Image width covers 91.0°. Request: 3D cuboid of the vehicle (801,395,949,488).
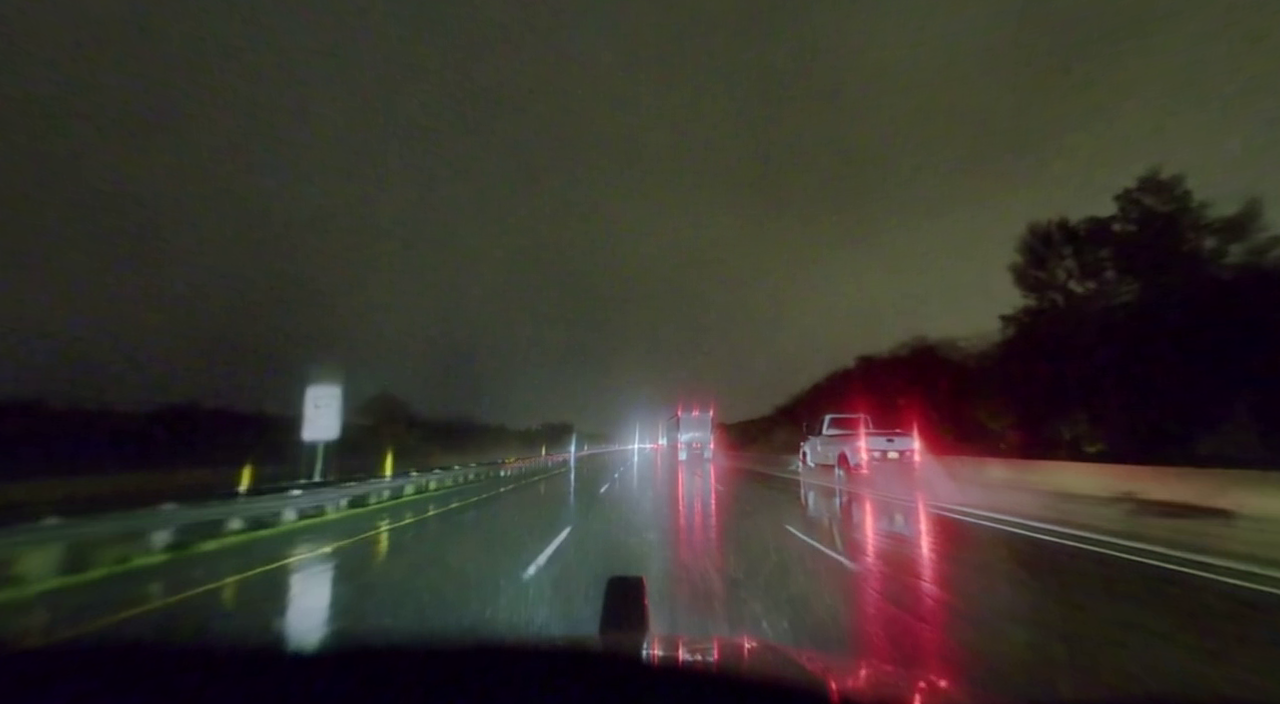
[{"bbox_3d":[7.921,3.179,22.422,2.474,2.730,7.349,0,-8,0],"label":"vehicle"}]
